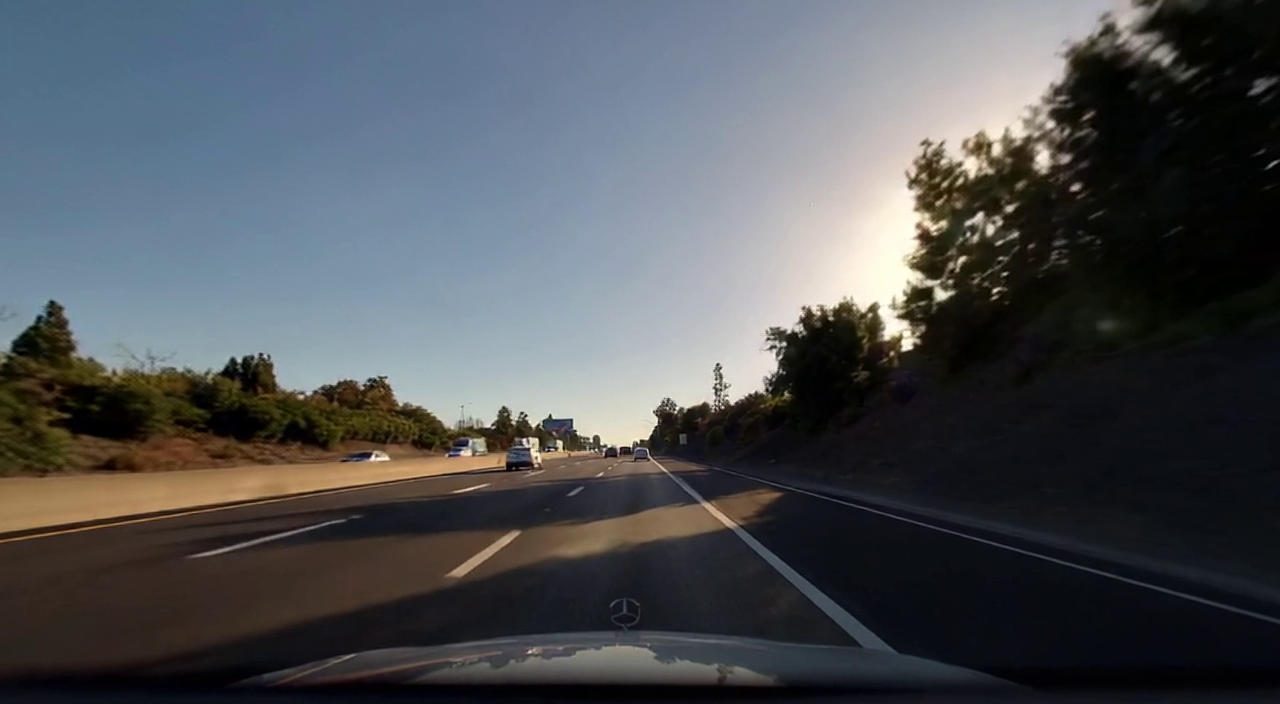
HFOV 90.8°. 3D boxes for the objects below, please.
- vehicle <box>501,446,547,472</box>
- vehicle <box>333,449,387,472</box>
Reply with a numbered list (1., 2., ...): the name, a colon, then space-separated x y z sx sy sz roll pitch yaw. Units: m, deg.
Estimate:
1. vehicle: -7.242 6.731 39.880 1.973 1.494 4.419 0 -9 1
2. vehicle: -19.087 7.395 43.135 1.780 1.466 3.993 0 -9 1
